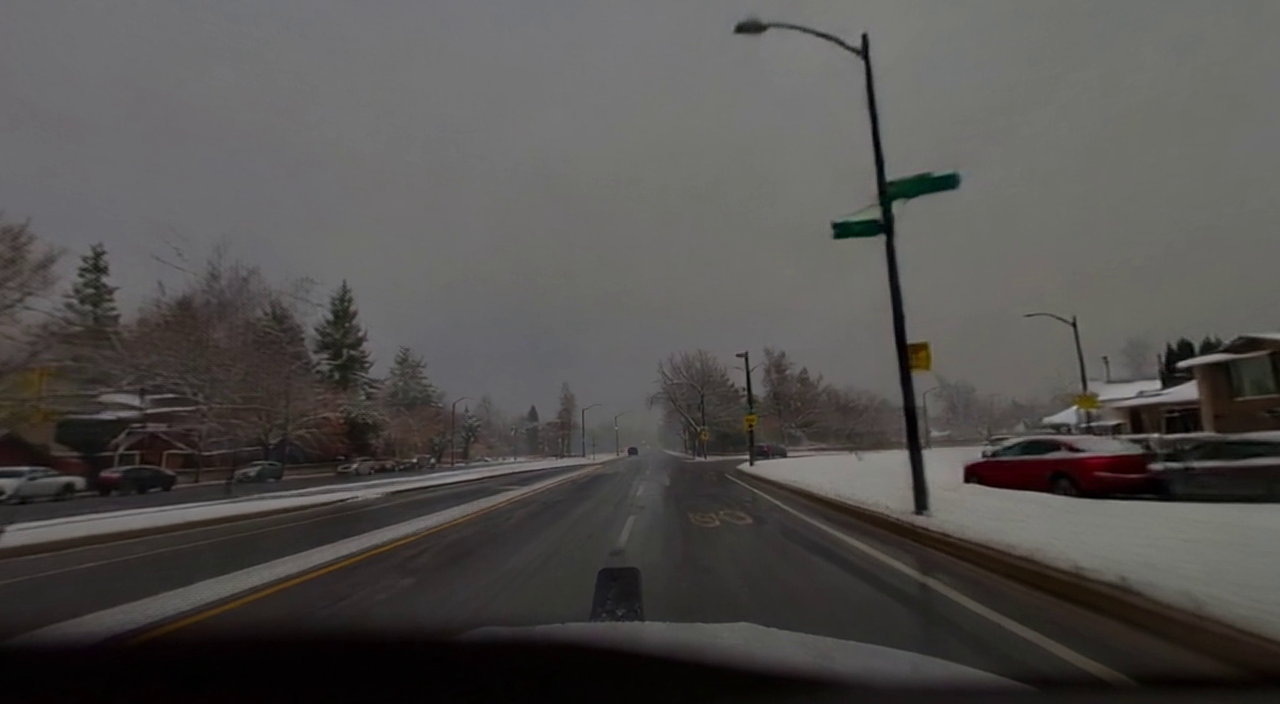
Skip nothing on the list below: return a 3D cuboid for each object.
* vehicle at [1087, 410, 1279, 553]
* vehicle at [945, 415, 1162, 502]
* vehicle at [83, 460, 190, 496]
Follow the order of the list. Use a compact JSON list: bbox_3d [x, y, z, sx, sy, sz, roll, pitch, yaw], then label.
[{"bbox_3d":[8.954,1.753,8.698,1.923,1.741,4.683,-3,-13,-2],"label":"vehicle"},{"bbox_3d":[9.096,2.595,14.536,2.004,1.476,4.588,-5,-14,3],"label":"vehicle"},{"bbox_3d":[-27.467,6.992,34.674,1.936,1.723,4.573,-4,-13,2],"label":"vehicle"}]
